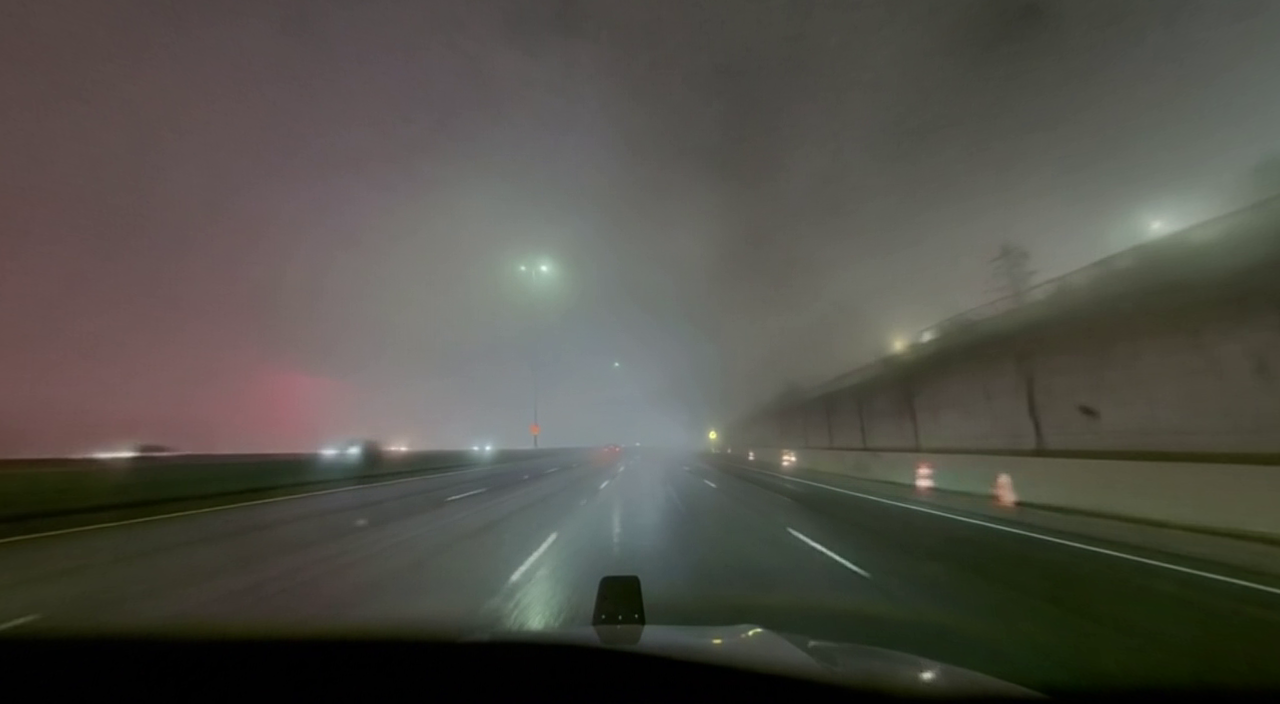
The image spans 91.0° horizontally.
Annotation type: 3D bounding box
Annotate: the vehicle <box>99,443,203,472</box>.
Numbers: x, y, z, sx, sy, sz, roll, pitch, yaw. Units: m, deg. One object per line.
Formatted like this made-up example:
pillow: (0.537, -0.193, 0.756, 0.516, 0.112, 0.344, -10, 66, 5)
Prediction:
vehicle: (-28.241, 6.109, 36.651, 1.902, 1.517, 5.008, 0, -9, 2)

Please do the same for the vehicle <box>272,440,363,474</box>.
vehicle: (-15.548, 5.092, 30.699, 2.048, 1.510, 4.327, 0, -9, 2)
